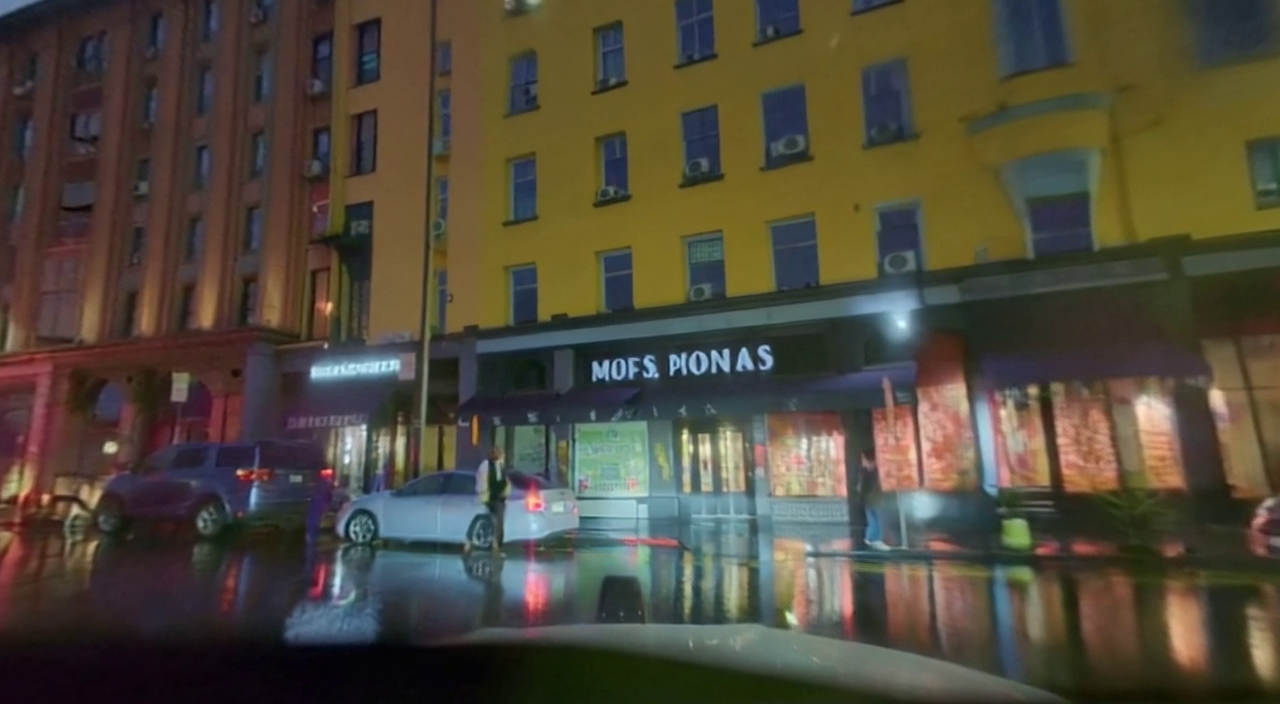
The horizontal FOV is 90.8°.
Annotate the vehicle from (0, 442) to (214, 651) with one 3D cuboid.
[{"bbox_3d":[-6.379,1.560,5.705,4.330,1.458,1.932,-3,-9,20],"label":"vehicle"}]

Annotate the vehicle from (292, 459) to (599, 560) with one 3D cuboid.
[{"bbox_3d":[-3.305,2.610,10.986,4.830,1.421,1.826,-3,-9,16],"label":"vehicle"}]
